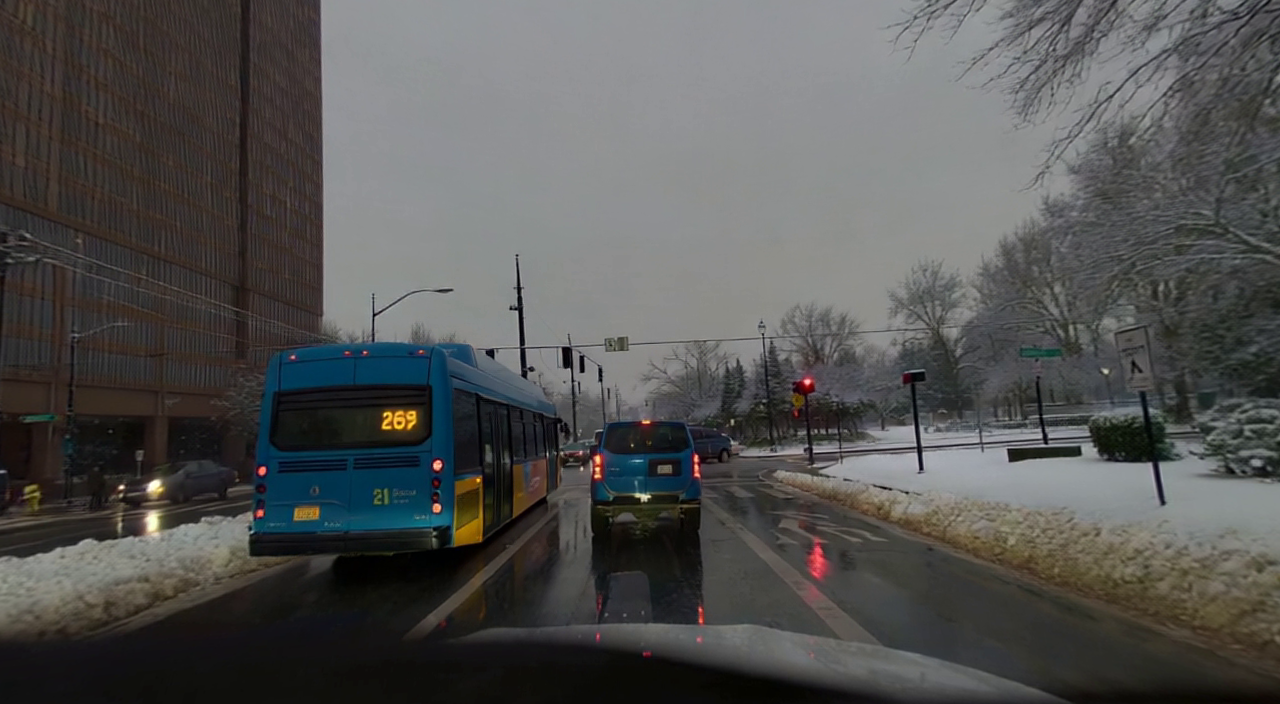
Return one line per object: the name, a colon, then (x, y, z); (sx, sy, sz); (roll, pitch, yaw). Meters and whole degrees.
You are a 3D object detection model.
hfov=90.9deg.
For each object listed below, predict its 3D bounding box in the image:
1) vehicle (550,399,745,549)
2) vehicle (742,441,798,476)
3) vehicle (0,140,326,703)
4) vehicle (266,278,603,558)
vehicle: (0.125, 1.901, 10.344); (2.500, 1.912, 4.270); (0, -9, 1)
vehicle: (6.177, 5.100, 30.456); (1.919, 1.529, 4.059); (0, -9, 1)
vehicle: (-2.755, 0.332, 0.234); (2.329, 2.089, 5.659); (0, -9, 0)
vehicle: (-2.887, 1.789, 14.562); (3.042, 3.445, 13.615); (0, -9, 1)
